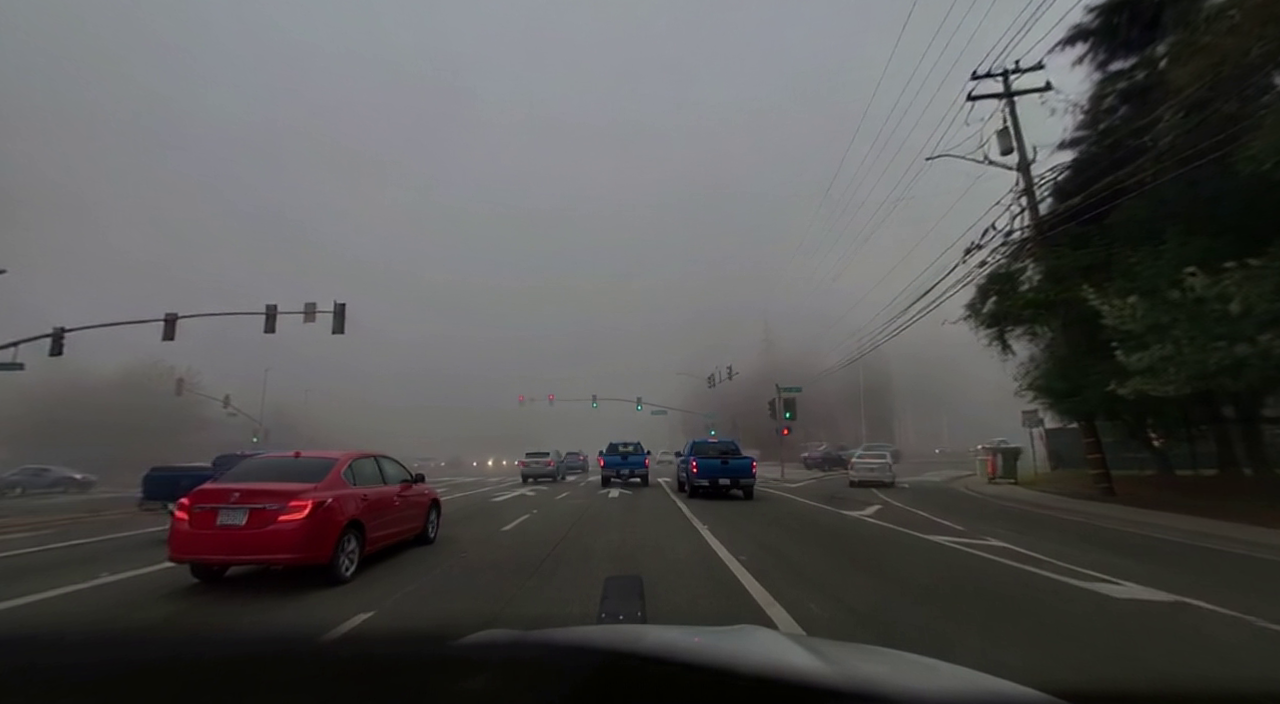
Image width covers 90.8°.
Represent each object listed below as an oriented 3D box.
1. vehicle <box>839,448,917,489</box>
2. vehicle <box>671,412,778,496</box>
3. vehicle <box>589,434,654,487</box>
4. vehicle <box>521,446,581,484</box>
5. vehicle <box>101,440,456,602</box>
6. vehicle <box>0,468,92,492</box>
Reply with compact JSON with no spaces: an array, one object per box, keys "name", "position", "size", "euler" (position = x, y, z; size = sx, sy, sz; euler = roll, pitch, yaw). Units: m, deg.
[{"name":"vehicle","position":[9.312,4.557,25.055],"size":[2.212,1.466,4.126],"euler":[-2,-9,11]},{"name":"vehicle","position":[2.834,3.756,23.493],"size":[2.905,2.636,6.895],"euler":[0,-9,-1]},{"name":"vehicle","position":[-0.721,4.901,28.829],"size":[2.643,2.145,5.585],"euler":[0,-9,1]},{"name":"vehicle","position":[-4.354,5.597,31.648],"size":[2.273,1.749,4.385],"euler":[0,-9,1]},{"name":"vehicle","position":[-4.047,1.929,8.219],"size":[1.939,1.494,4.499],"euler":[0,-9,0]},{"name":"vehicle","position":[-39.751,8.532,42.207],"size":[4.309,1.411,1.906],"euler":[1,-9,-7]}]
